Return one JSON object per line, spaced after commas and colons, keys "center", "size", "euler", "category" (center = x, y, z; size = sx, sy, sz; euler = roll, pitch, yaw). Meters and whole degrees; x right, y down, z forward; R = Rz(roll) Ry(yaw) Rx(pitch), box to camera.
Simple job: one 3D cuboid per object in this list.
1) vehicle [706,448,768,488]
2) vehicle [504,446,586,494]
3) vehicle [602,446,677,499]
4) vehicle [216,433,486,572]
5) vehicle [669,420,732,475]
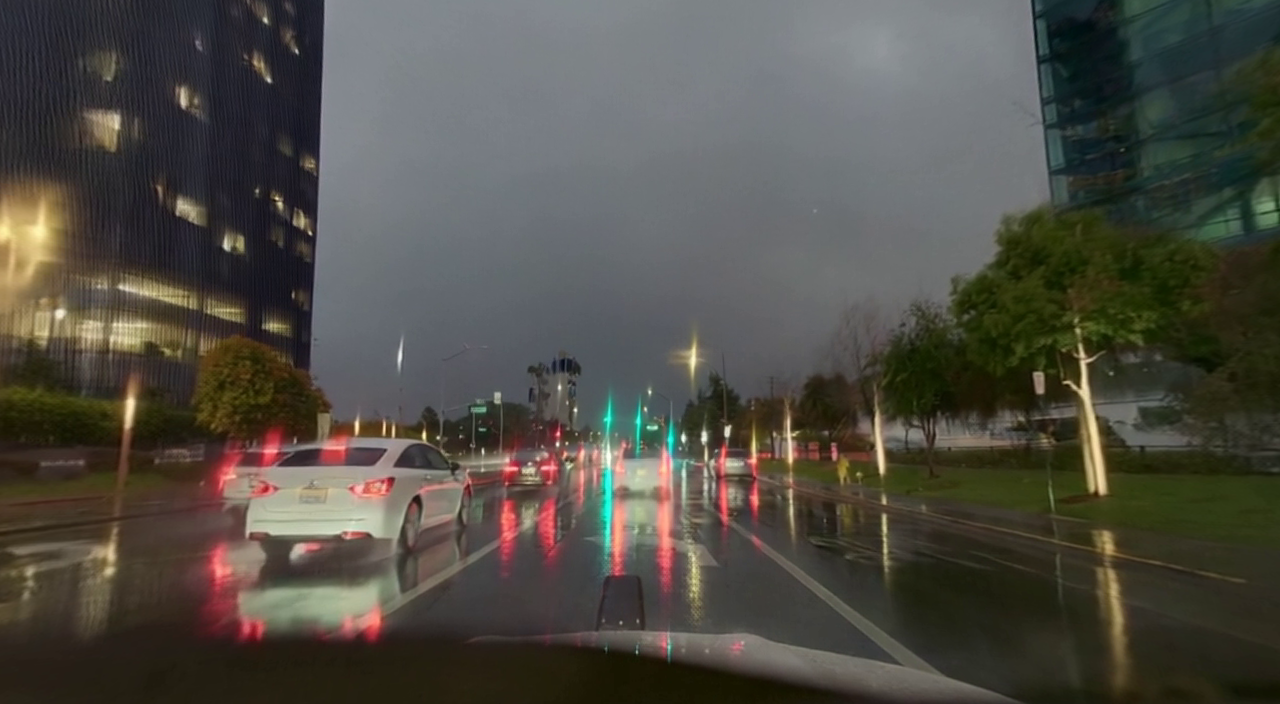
{"center": [4.010, 4.849, 26.663], "size": [1.940, 1.514, 4.187], "euler": [0, -9, 0], "category": "vehicle"}
{"center": [-3.234, 4.100, 22.332], "size": [2.044, 1.508, 4.479], "euler": [0, -9, 2], "category": "vehicle"}
{"center": [0.018, 3.831, 20.496], "size": [2.174, 1.509, 4.374], "euler": [0, -9, 1], "category": "vehicle"}
{"center": [-3.749, 2.000, 9.186], "size": [1.933, 1.520, 4.195], "euler": [0, -9, 0], "category": "vehicle"}
{"center": [3.994, 6.808, 44.963], "size": [3.074, 3.316, 12.953], "euler": [0, -9, -1], "category": "vehicle"}
